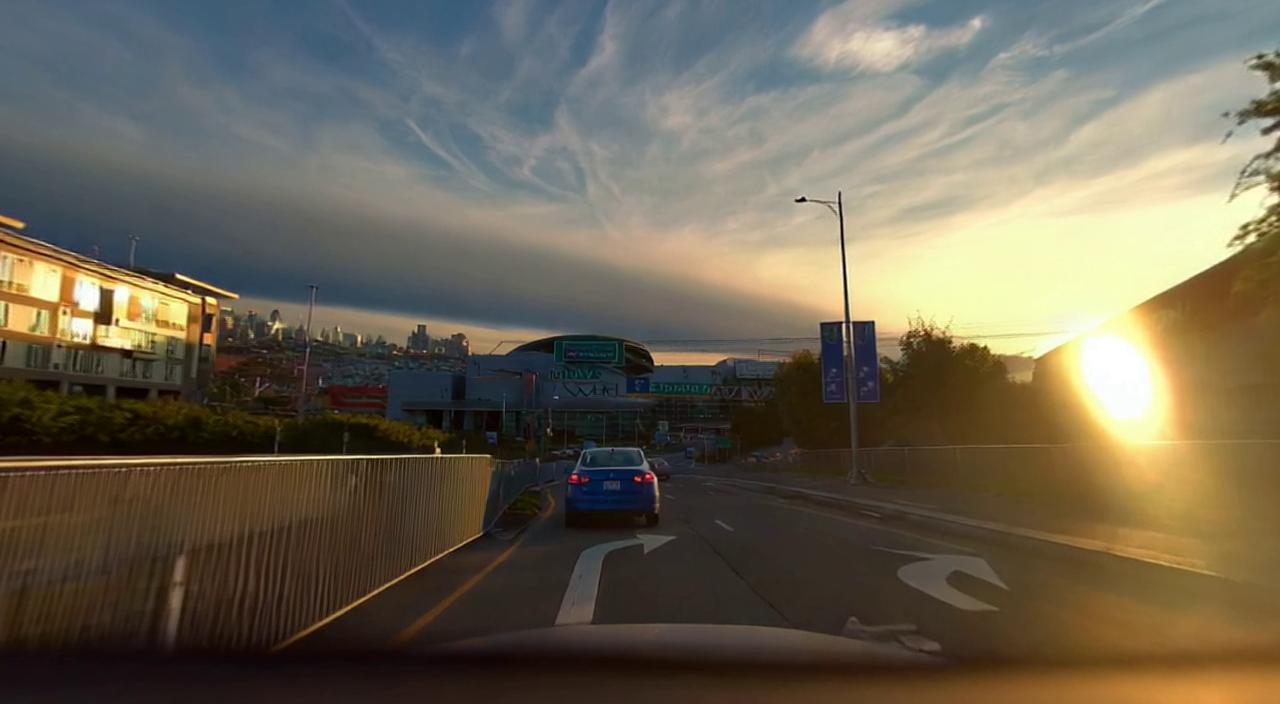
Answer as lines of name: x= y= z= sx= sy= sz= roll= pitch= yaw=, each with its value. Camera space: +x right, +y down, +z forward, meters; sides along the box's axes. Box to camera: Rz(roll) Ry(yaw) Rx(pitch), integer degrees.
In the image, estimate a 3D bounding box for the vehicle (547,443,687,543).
vehicle: x=-0.415 y=2.387 z=11.306 sx=2.063 sy=1.442 sz=3.933 roll=0 pitch=-9 yaw=-2
